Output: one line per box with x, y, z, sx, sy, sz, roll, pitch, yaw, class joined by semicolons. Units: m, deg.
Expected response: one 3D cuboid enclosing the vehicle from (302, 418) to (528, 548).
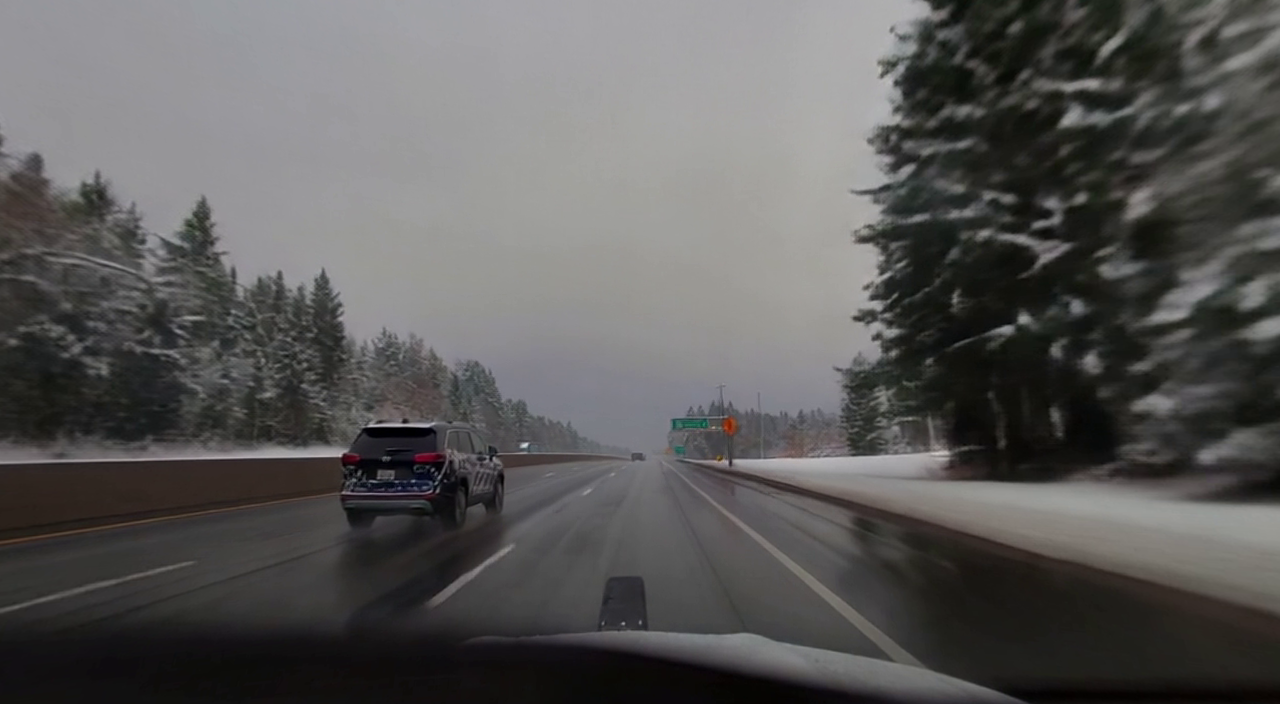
-3.573;2.176;11.217;2.183;1.803;4.685;0;-8;1;vehicle
